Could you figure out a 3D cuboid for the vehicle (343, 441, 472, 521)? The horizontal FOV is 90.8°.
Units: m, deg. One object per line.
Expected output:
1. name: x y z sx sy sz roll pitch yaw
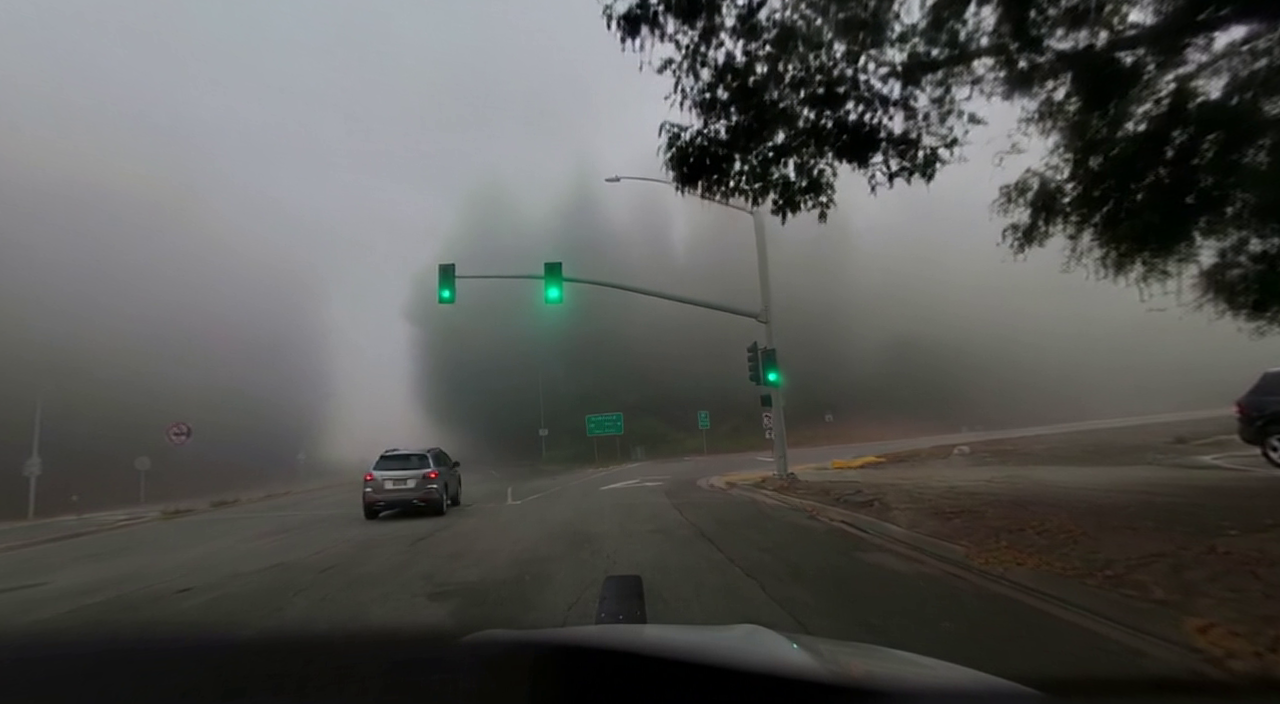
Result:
1. vehicle: -5.652 3.141 16.056 2.134 1.707 4.471 1 -9 -8
